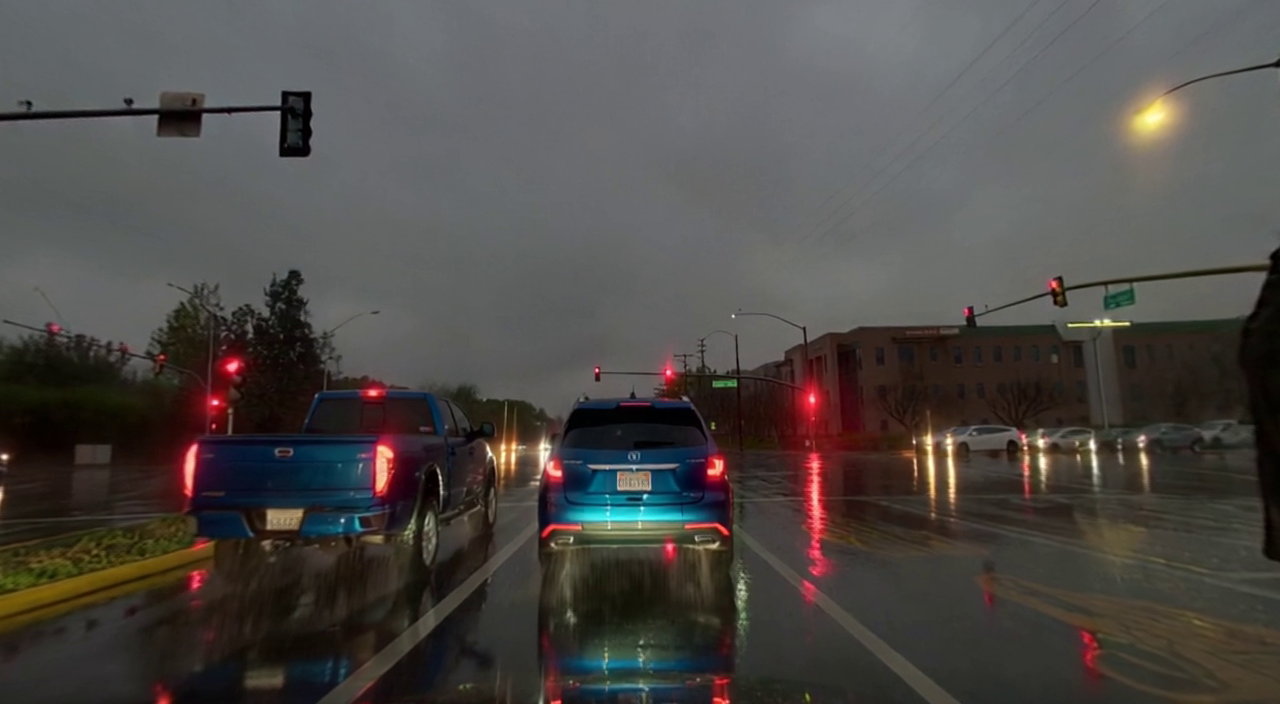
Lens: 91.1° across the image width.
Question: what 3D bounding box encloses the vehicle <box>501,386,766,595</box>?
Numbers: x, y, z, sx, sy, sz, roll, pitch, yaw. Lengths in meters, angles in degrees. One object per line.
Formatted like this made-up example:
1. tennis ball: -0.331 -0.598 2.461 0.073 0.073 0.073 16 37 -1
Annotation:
1. vehicle: -0.083 1.498 7.664 2.204 1.738 4.690 0 -8 -1

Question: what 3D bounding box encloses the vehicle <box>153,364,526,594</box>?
1. vehicle: -2.961 1.412 7.772 2.220 1.926 4.870 0 -8 -1

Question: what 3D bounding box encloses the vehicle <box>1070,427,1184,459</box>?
1. vehicle: 27.941 5.239 36.118 4.849 1.759 2.041 0 -8 -3

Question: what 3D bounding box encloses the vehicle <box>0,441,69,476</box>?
1. vehicle: -32.183 5.377 31.768 4.406 1.682 2.040 0 -8 -1

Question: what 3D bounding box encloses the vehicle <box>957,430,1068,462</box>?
1. vehicle: 19.310 4.894 32.669 4.624 1.601 1.871 0 -8 -3

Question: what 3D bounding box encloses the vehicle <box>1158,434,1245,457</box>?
1. vehicle: 38.752 6.461 43.381 4.396 1.479 1.778 0 -8 -3
